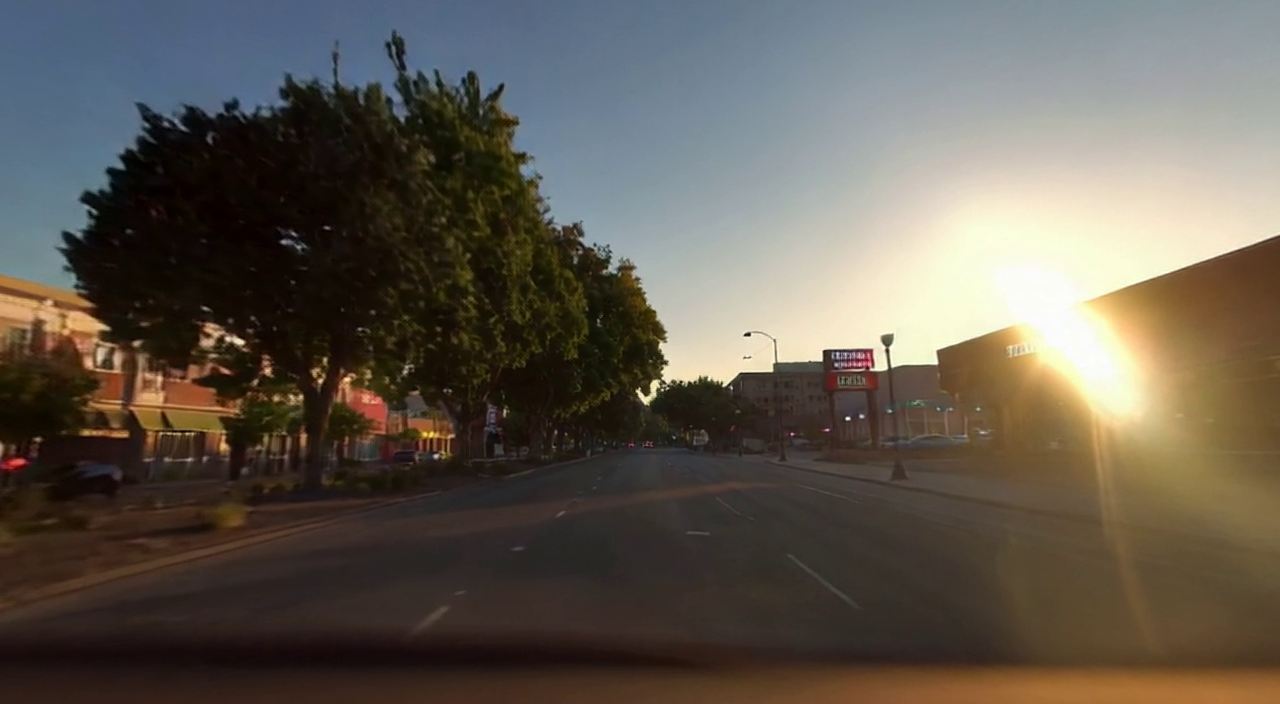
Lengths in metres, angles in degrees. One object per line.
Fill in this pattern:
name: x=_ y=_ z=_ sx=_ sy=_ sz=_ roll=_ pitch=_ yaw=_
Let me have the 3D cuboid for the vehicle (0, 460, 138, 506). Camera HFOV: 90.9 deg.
vehicle: x=-22.471 y=4.985 z=24.422 sx=2.135 sy=1.467 sz=4.653 roll=-1 pitch=-8 yaw=2
